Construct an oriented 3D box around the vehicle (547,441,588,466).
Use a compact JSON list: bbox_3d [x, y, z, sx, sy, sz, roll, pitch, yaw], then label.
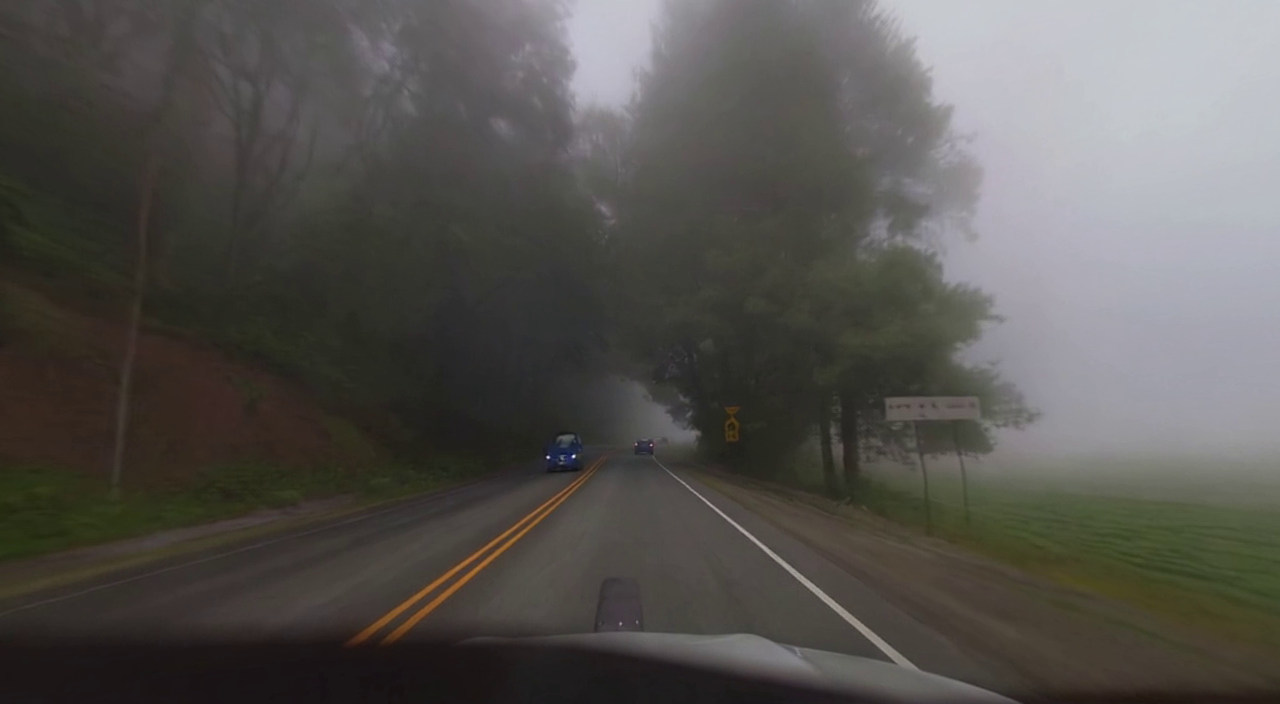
[{"bbox_3d":[-4.471,6.343,39.588,2.083,1.476,4.513,0,-9,0],"label":"vehicle"}]
